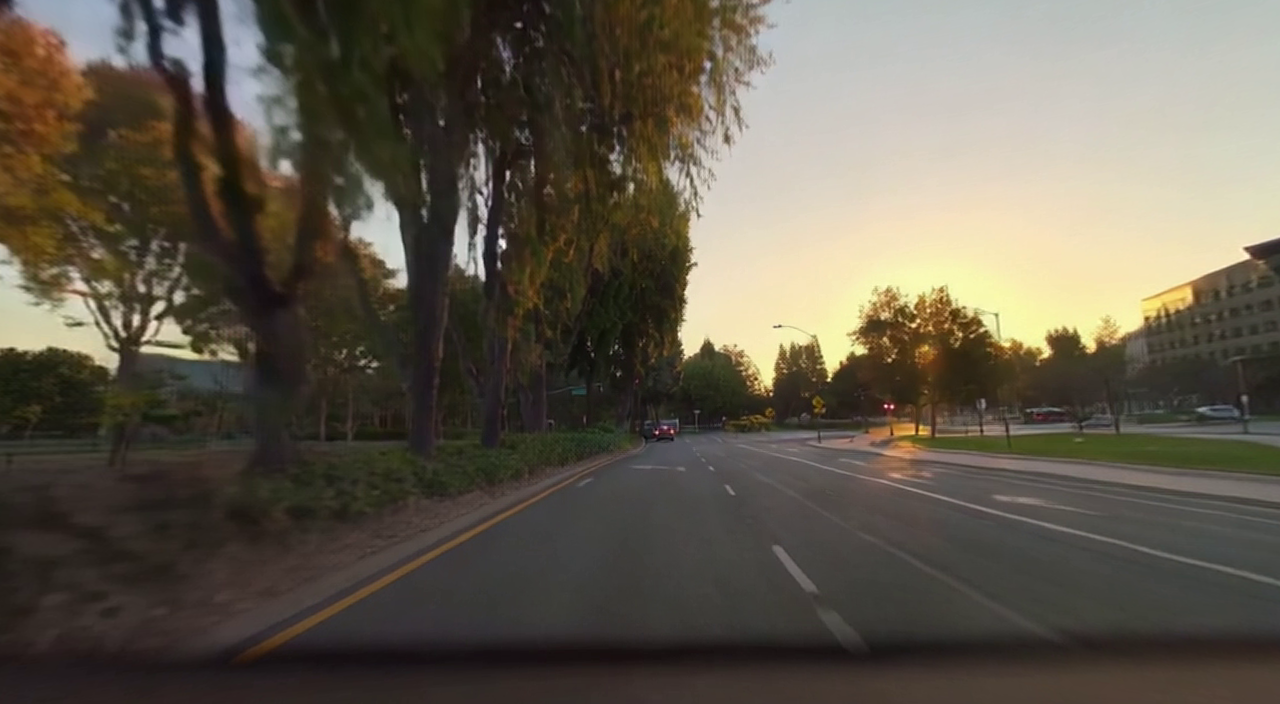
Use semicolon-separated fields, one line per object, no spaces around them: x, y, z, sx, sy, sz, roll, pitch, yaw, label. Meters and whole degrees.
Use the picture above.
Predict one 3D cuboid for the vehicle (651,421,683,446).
2.089;6.132;47.523;2.298;1.770;4.138;-1;-7;4;vehicle
